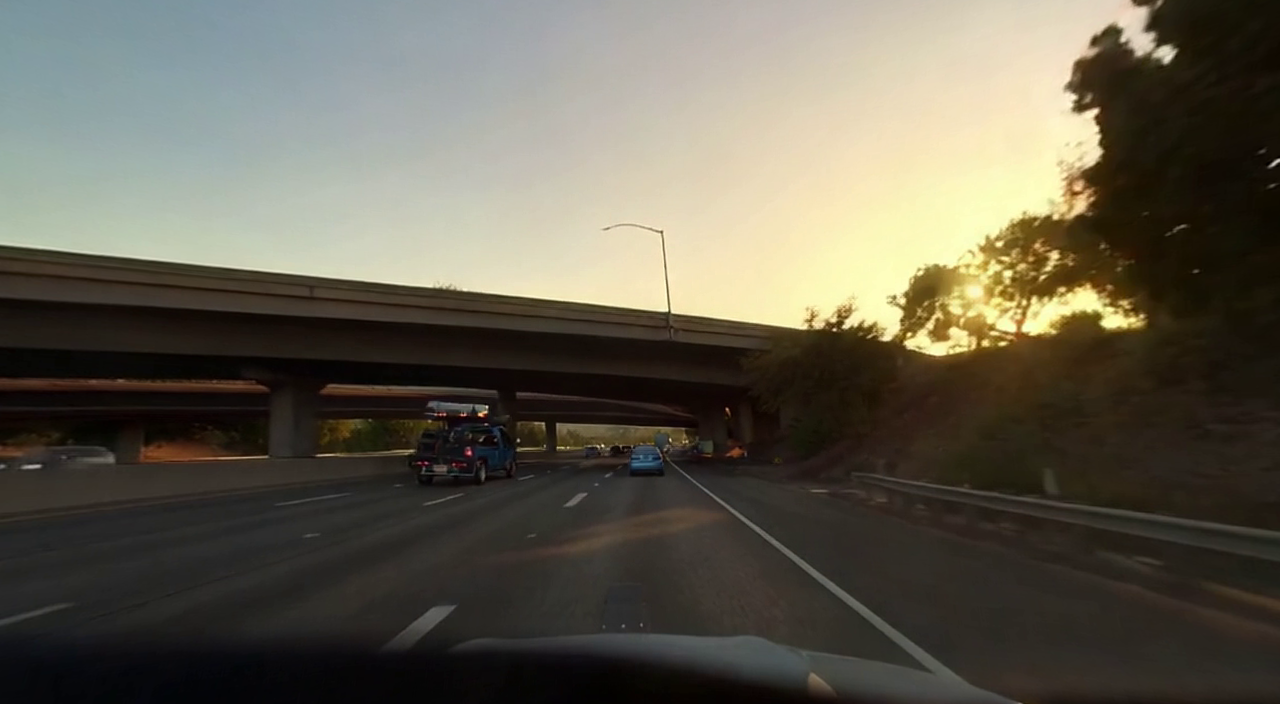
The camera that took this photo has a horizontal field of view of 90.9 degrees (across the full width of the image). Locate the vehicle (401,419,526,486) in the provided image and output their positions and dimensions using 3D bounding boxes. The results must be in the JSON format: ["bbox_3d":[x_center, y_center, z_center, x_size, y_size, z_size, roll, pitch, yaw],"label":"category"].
[{"bbox_3d":[-6.589,3.905,24.835,2.827,2.236,7.057,0,-8,0],"label":"vehicle"}]

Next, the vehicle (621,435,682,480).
[{"bbox_3d":[0.473,4.375,26.373,2.336,1.722,4.212,0,-8,0],"label":"vehicle"}]

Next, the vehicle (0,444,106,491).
[{"bbox_3d":[-20.923,3.854,21.315,1.818,1.433,4.380,0,-8,1],"label":"vehicle"}]
